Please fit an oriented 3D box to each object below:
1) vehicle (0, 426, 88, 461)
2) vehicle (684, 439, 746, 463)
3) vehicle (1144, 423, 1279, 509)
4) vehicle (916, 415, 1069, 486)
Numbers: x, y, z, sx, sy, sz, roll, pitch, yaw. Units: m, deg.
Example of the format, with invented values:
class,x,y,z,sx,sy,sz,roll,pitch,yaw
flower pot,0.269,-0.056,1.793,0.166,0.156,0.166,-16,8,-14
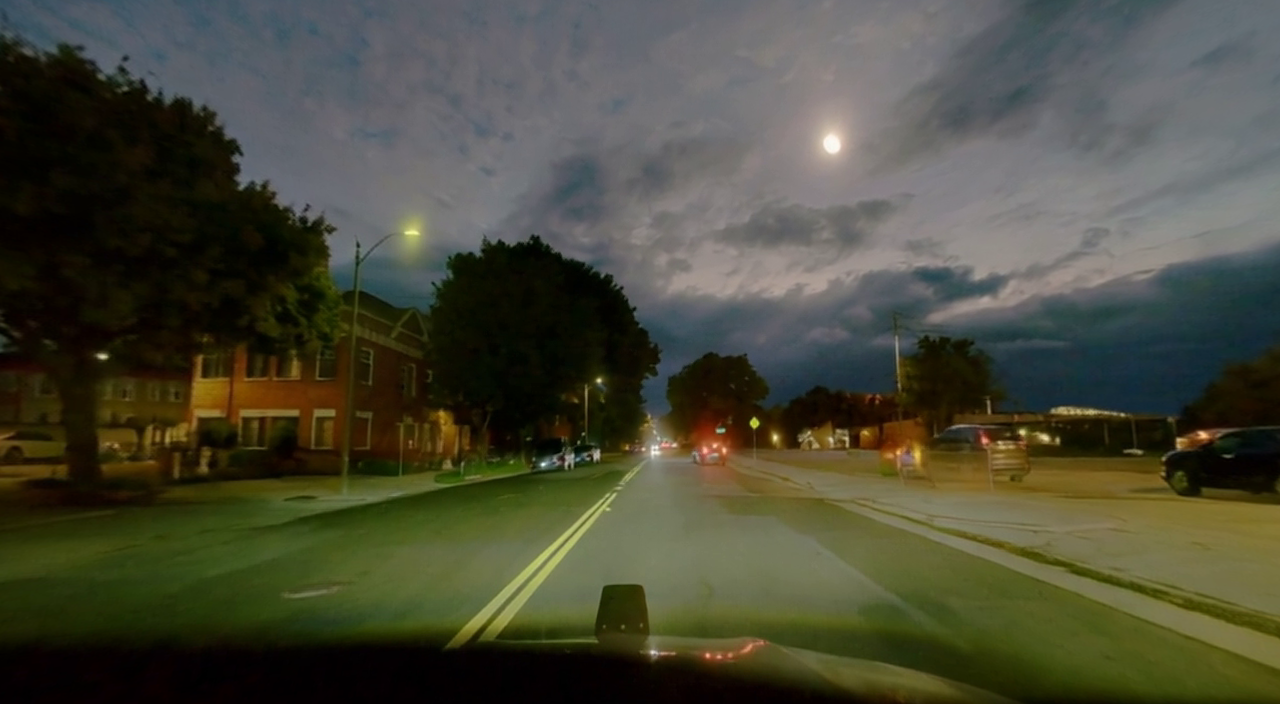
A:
class,x,y,z,sx,sy,sz,roll,pitch,yaw
vehicle,-30.099,4.406,30.232,4.814,1.609,2.197,3,-9,-19
vehicle,5.681,7.574,48.133,4.277,1.740,2.097,-8,-11,41
vehicle,12.502,2.168,12.121,1.903,1.528,4.374,0,-9,-1
vehicle,10.289,2.994,18.947,2.018,1.840,4.662,-1,-10,3
